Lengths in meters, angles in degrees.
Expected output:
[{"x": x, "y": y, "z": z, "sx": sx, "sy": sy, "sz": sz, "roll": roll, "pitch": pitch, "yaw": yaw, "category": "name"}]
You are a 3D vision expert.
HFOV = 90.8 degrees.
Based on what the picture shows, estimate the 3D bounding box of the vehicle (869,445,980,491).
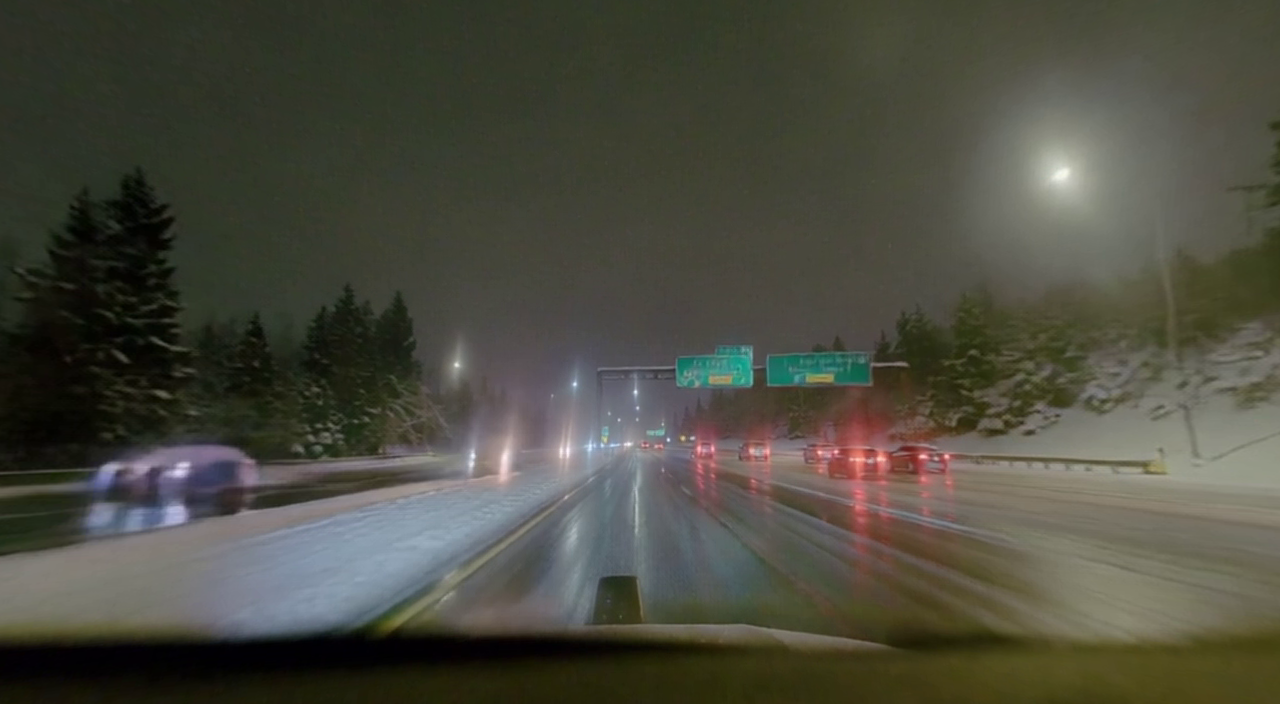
[{"x": 9.685, "y": 3.937, "z": 21.890, "sx": 1.836, "sy": 1.418, "sz": 4.132, "roll": 0, "pitch": -9, "yaw": -1, "category": "vehicle"}]

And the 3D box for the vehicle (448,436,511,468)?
[{"x": -8.699, "y": 5.463, "z": 34.648, "sx": 2.520, "sy": 1.621, "sz": 4.165, "roll": -1, "pitch": -9, "yaw": -2, "category": "vehicle"}]

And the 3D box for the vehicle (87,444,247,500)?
[{"x": -15.291, "y": 3.859, "z": 20.767, "sx": 1.918, "sy": 1.569, "sz": 4.146, "roll": 0, "pitch": -8, "yaw": 2, "category": "vehicle"}]
